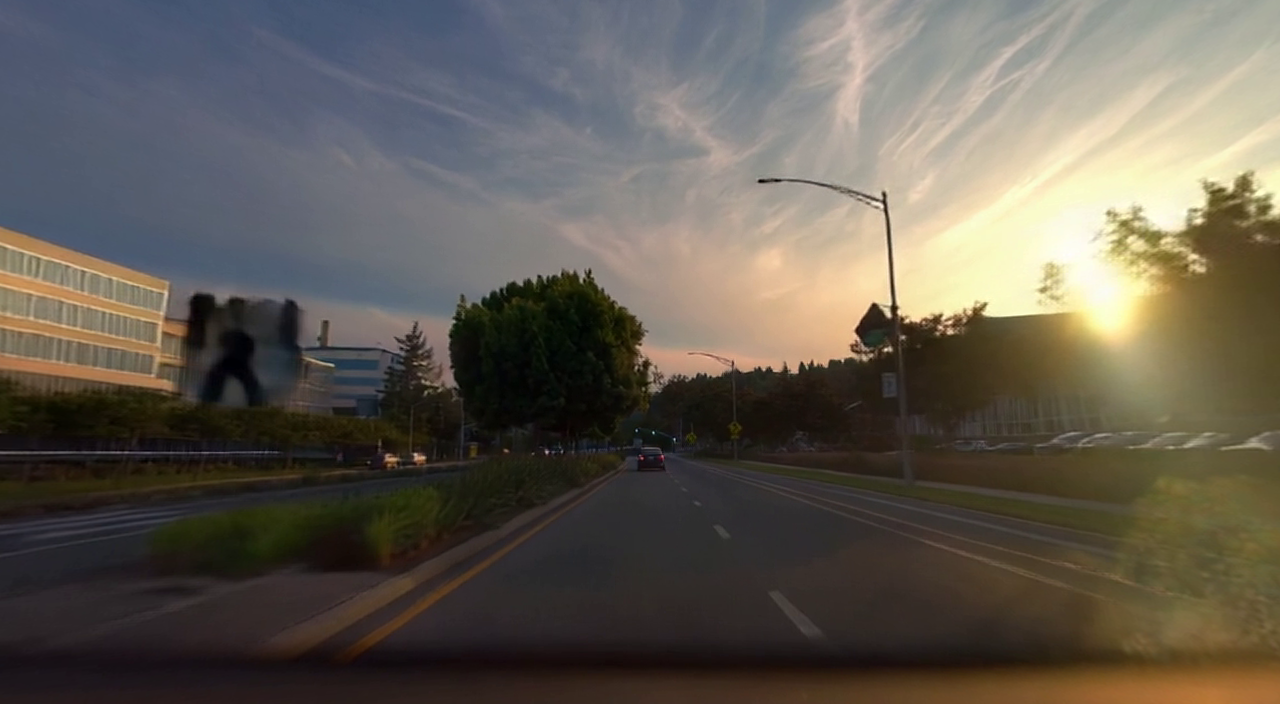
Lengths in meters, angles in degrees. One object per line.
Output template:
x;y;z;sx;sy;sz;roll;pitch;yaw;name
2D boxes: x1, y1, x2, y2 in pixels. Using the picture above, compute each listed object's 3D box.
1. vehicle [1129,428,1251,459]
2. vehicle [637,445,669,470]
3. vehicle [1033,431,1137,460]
27.776;4.677;32.137;1.847;1.451;4.470;1;-9;-8;vehicle
0.864;7.378;44.331;2.158;1.600;3.865;0;-9;-1;vehicle
26.821;5.679;38.399;2.143;1.623;5.235;0;-8;-6;vehicle
